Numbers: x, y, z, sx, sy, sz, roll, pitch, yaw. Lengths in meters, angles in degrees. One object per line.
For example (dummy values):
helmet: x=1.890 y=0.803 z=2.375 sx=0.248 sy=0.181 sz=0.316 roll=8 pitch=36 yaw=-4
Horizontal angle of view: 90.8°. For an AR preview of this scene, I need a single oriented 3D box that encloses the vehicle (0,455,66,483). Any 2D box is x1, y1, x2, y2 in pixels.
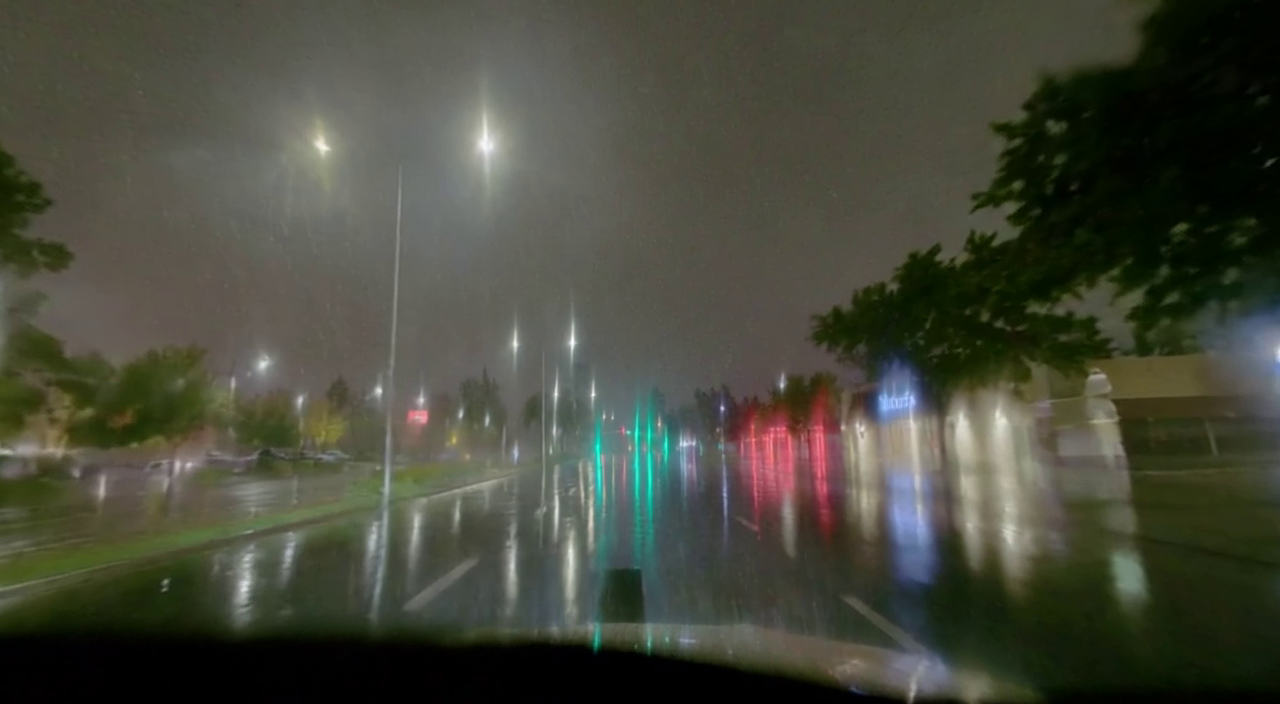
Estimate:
vehicle: x=-34.272 y=6.354 z=34.355 sx=4.246 sy=1.411 sz=1.954 roll=0 pitch=-8 yaw=2
